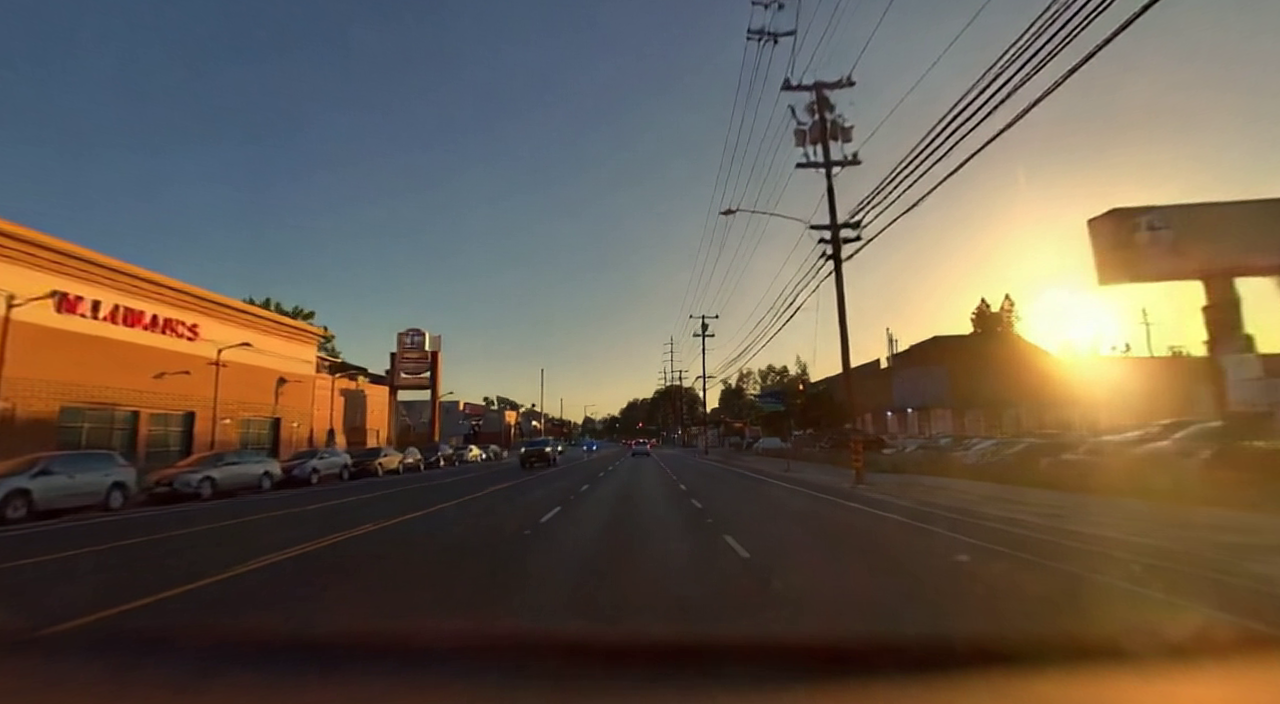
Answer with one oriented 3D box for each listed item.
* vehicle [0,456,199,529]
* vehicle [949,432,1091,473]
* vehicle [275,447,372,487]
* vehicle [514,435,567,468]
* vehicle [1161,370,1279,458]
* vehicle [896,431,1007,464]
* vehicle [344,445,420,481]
[{"bbox_3d":[-13.639,3.403,15.882,1.791,1.377,4.807,-2,-8,-2],"label":"vehicle"},{"bbox_3d":[15.071,3.994,25.250,4.396,1.412,1.858,-2,-6,3],"label":"vehicle"},{"bbox_3d":[-13.722,4.956,27.713,1.901,1.552,4.541,0,-8,0],"label":"vehicle"},{"bbox_3d":[-5.774,5.817,37.225,2.180,1.805,5.170,0,-8,1],"label":"vehicle"},{"bbox_3d":[29.528,2.896,28.893,8.821,3.745,2.909,0,-8,-3],"label":"vehicle"},{"bbox_3d":[15.006,4.617,30.616,4.300,1.431,1.937,-1,-7,1],"label":"vehicle"},{"bbox_3d":[-13.521,5.826,33.471,1.793,1.534,5.400,-2,-7,0],"label":"vehicle"}]
